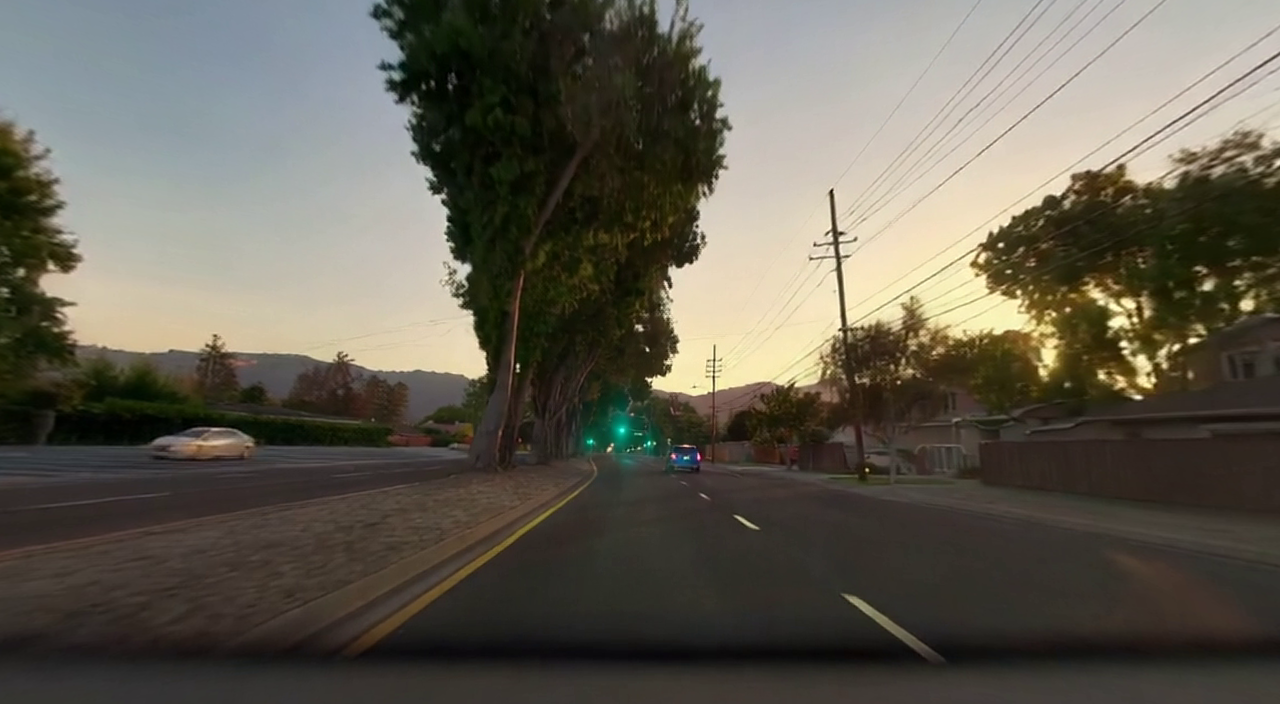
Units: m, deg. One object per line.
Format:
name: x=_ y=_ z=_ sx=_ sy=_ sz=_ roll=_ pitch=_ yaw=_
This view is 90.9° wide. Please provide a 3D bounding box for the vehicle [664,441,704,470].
vehicle: x=2.823 y=6.738 z=41.238 sx=2.240 sy=1.781 sz=4.433 roll=0 pitch=-8 yaw=-1
